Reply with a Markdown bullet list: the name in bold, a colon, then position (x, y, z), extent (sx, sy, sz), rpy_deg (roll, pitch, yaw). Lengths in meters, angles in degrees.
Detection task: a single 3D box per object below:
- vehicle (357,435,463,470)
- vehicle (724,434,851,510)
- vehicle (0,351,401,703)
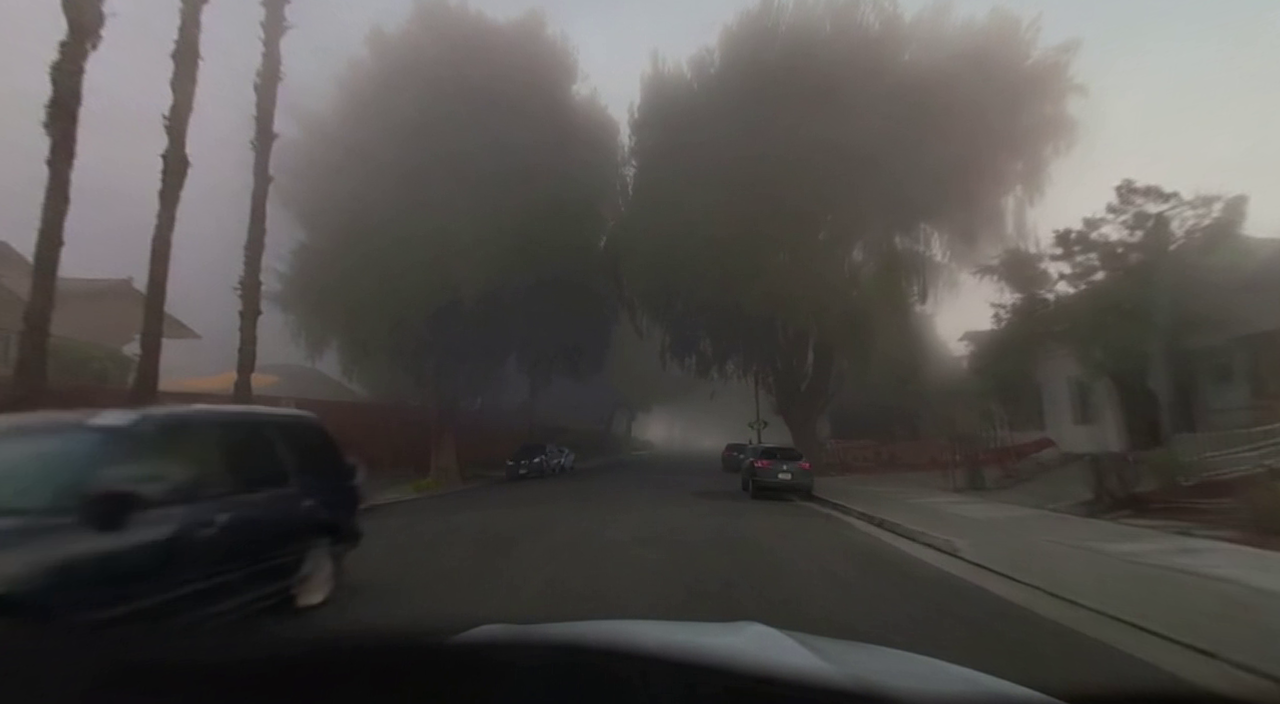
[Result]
- **vehicle**: position (-12.248, 5.364, 33.622), extent (5.015, 1.746, 1.968), rpy_deg (-2, -9, 13)
- **vehicle**: position (3.278, 2.761, 14.949), extent (2.045, 1.519, 4.231), rpy_deg (0, -8, 1)
- **vehicle**: position (-3.722, 1.119, 4.061), extent (2.305, 1.781, 4.834), rpy_deg (-1, -8, 2)
